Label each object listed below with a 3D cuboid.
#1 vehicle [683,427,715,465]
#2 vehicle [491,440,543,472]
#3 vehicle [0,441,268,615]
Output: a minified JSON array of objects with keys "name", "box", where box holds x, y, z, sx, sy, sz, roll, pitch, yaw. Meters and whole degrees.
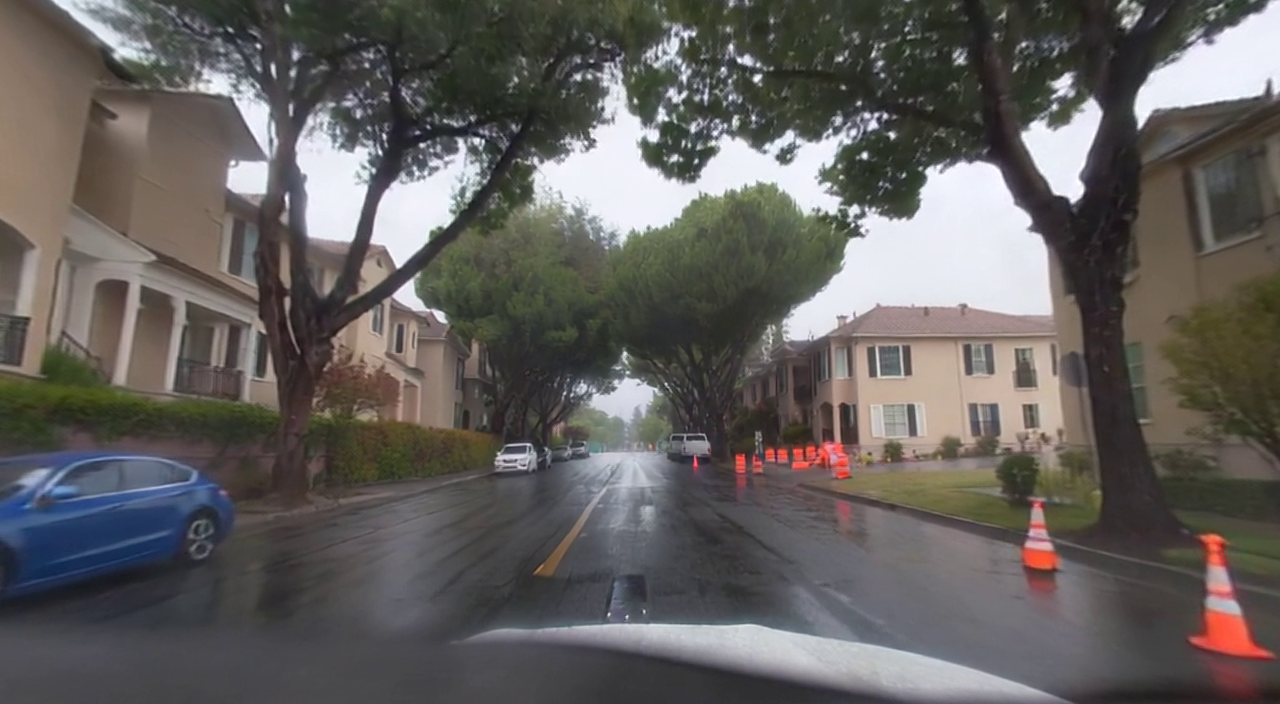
[{"name":"vehicle","box":[4.155,6.670,44.915,2.082,2.534,3.248,-1,-8,4]},{"name":"vehicle","box":[-6.577,5.608,34.116,1.957,1.608,4.476,0,-8,-1]},{"name":"vehicle","box":[-6.537,1.733,6.856,2.137,1.481,4.503,0,-9,2]}]
